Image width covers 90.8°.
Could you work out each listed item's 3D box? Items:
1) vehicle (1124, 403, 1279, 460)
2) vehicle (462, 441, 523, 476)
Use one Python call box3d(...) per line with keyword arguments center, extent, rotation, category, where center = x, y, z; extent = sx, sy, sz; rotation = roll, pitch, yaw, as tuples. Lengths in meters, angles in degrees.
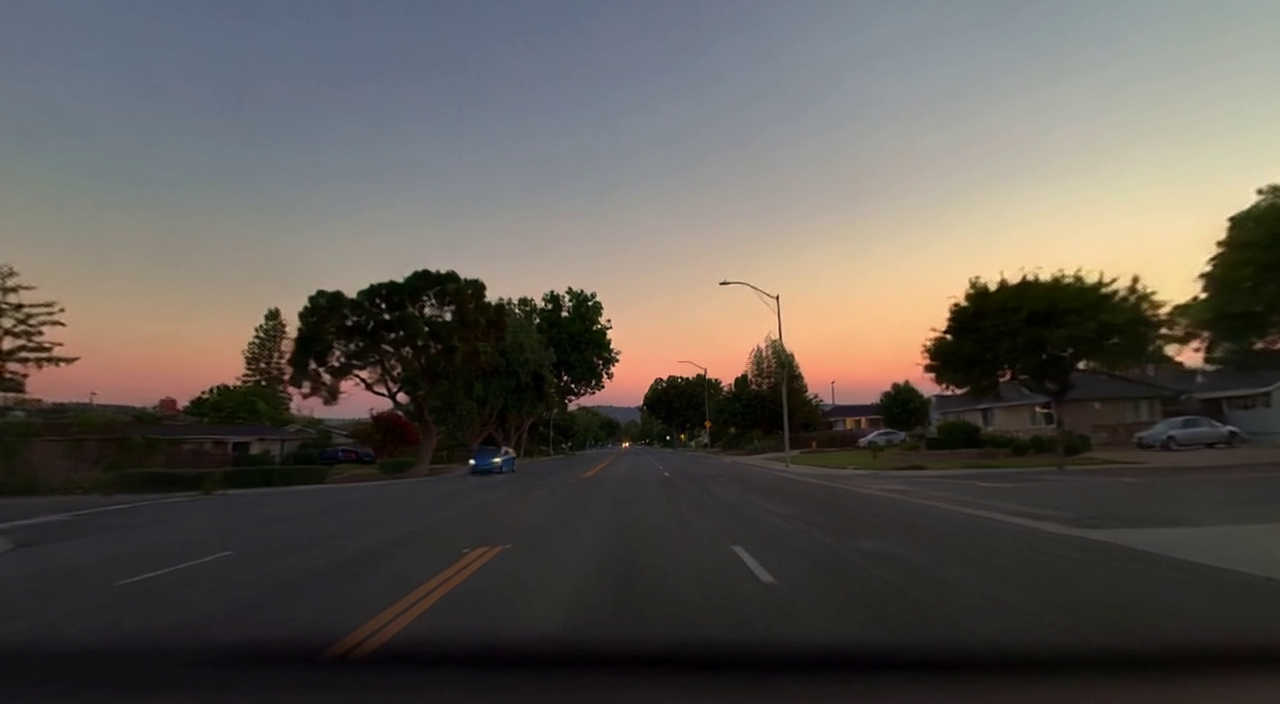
box3d(center=(28.547, 4.074, 32.182), extent=(5.564, 2.741, 2.347), rotation=(-1, -8, 4), category="vehicle")
box3d(center=(-7.517, 5.459, 32.668), extent=(2.130, 1.635, 4.505), rotation=(0, -8, -1), category="vehicle")
